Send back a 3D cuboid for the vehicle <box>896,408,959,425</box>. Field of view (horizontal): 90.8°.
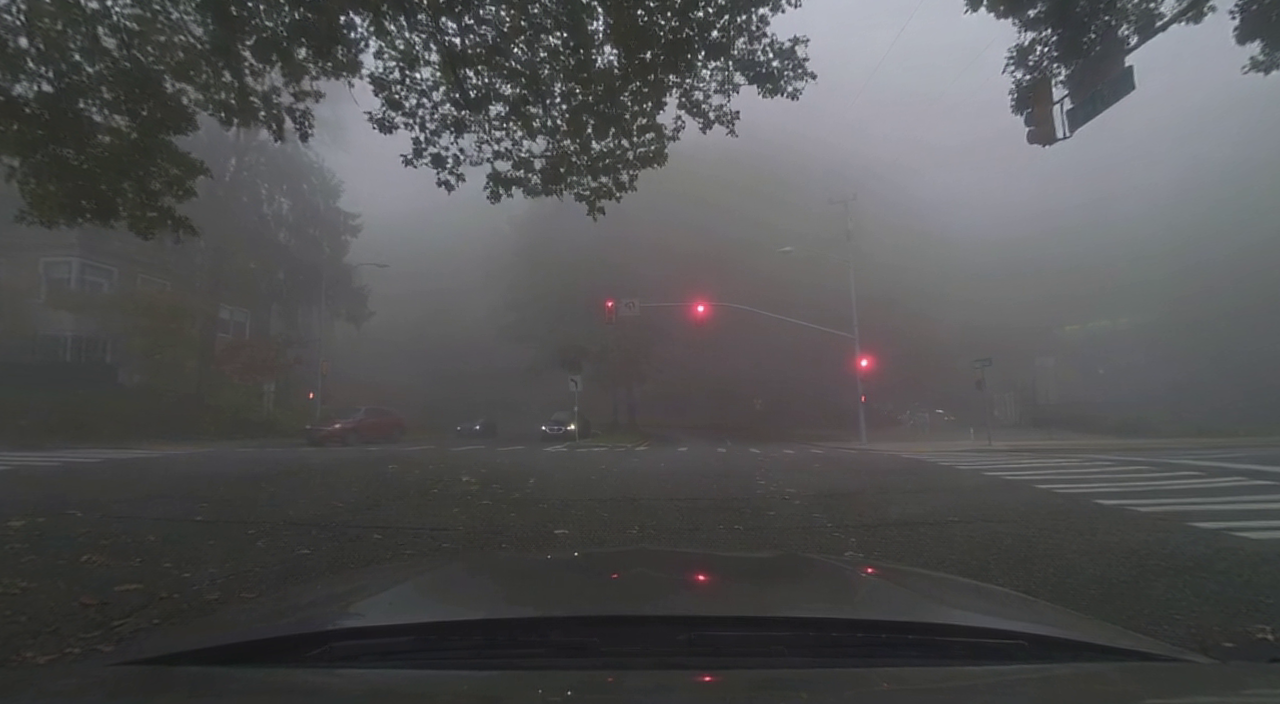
[{"bbox_3d":[22.008,4.942,48.440,3.933,1.219,1.700,-1,-9,3],"label":"vehicle"}]

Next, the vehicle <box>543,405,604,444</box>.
[{"bbox_3d":[-3.447,3.956,33.807,2.306,1.907,5.382,-1,-8,4],"label":"vehicle"}]

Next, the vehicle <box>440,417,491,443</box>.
[{"bbox_3d":[-11.239,5.119,41.085,1.899,1.510,4.294,-1,-8,3],"label":"vehicle"}]

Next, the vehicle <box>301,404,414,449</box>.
[{"bbox_3d":[-13.041,3.579,29.632,2.340,1.902,4.920,-2,-9,11],"label":"vehicle"}]
